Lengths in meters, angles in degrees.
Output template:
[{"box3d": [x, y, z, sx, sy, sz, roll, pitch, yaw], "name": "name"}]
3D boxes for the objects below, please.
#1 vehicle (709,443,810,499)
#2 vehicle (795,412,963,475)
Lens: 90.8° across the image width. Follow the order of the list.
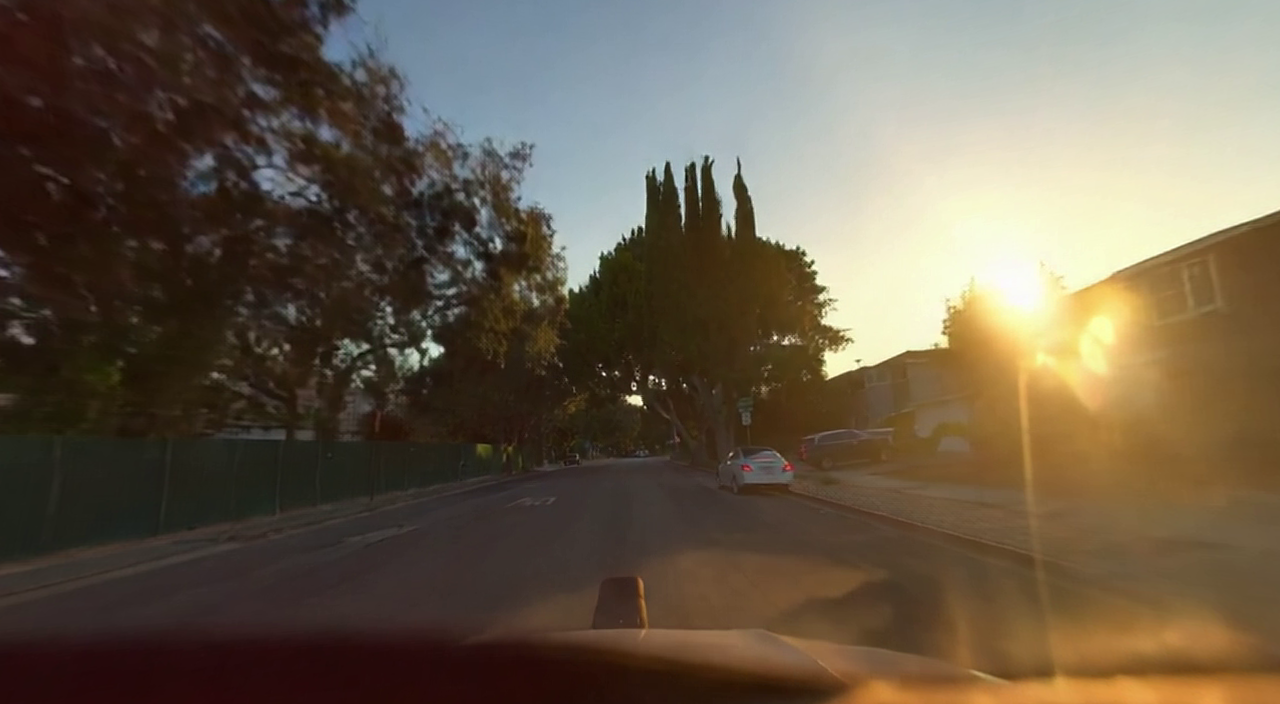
[{"box3d": [3.640, 3.733, 20.265, 2.051, 1.524, 5.047, 0, -9, -2], "name": "vehicle"}, {"box3d": [9.780, 3.820, 26.309, 5.935, 1.911, 2.236, -6, -10, -1], "name": "vehicle"}]
